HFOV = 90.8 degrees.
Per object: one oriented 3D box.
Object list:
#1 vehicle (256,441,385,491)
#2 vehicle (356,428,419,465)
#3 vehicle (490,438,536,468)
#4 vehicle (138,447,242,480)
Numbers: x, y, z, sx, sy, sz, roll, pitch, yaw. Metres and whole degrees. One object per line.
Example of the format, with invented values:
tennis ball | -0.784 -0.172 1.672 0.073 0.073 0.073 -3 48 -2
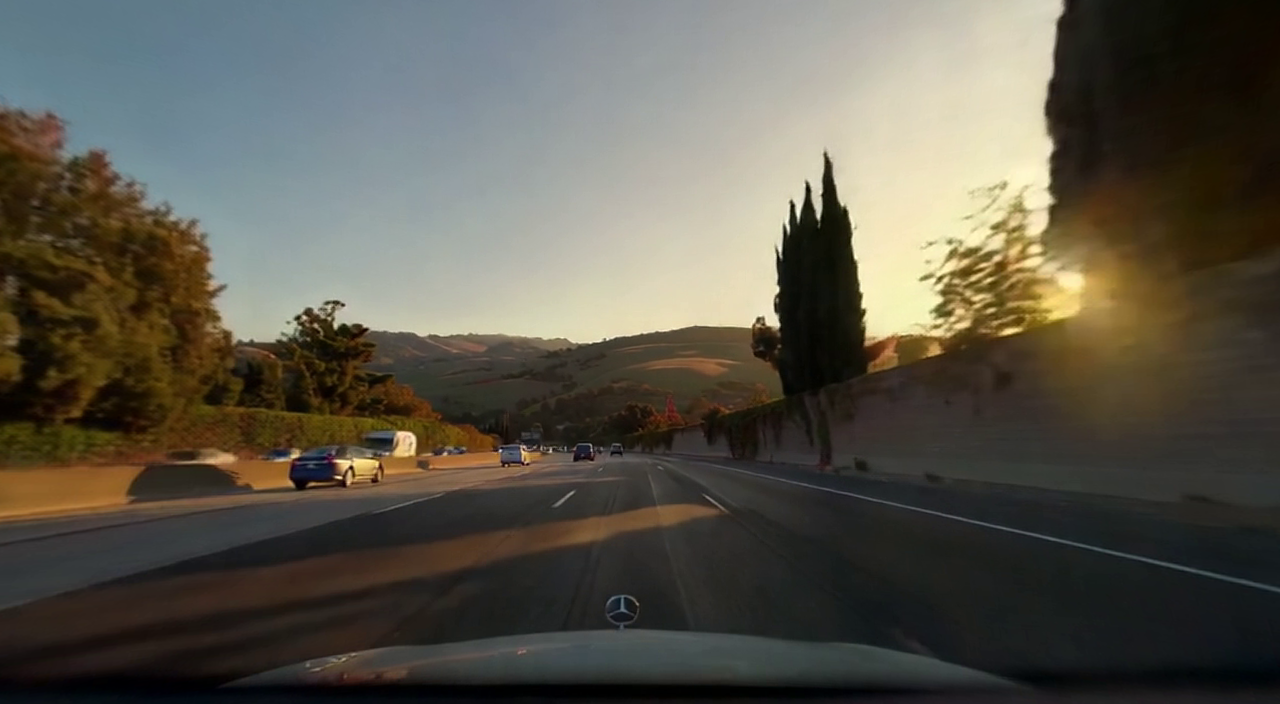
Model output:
vehicle | -10.571 3.771 21.399 1.949 1.475 4.740 0 -8 -1
vehicle | -18.674 7.037 47.020 2.308 2.505 5.849 0 -8 -1
vehicle | -8.079 6.450 40.624 2.074 1.768 4.805 0 -8 -1
vehicle | -21.855 5.396 30.942 1.863 1.448 4.393 0 -8 -1
